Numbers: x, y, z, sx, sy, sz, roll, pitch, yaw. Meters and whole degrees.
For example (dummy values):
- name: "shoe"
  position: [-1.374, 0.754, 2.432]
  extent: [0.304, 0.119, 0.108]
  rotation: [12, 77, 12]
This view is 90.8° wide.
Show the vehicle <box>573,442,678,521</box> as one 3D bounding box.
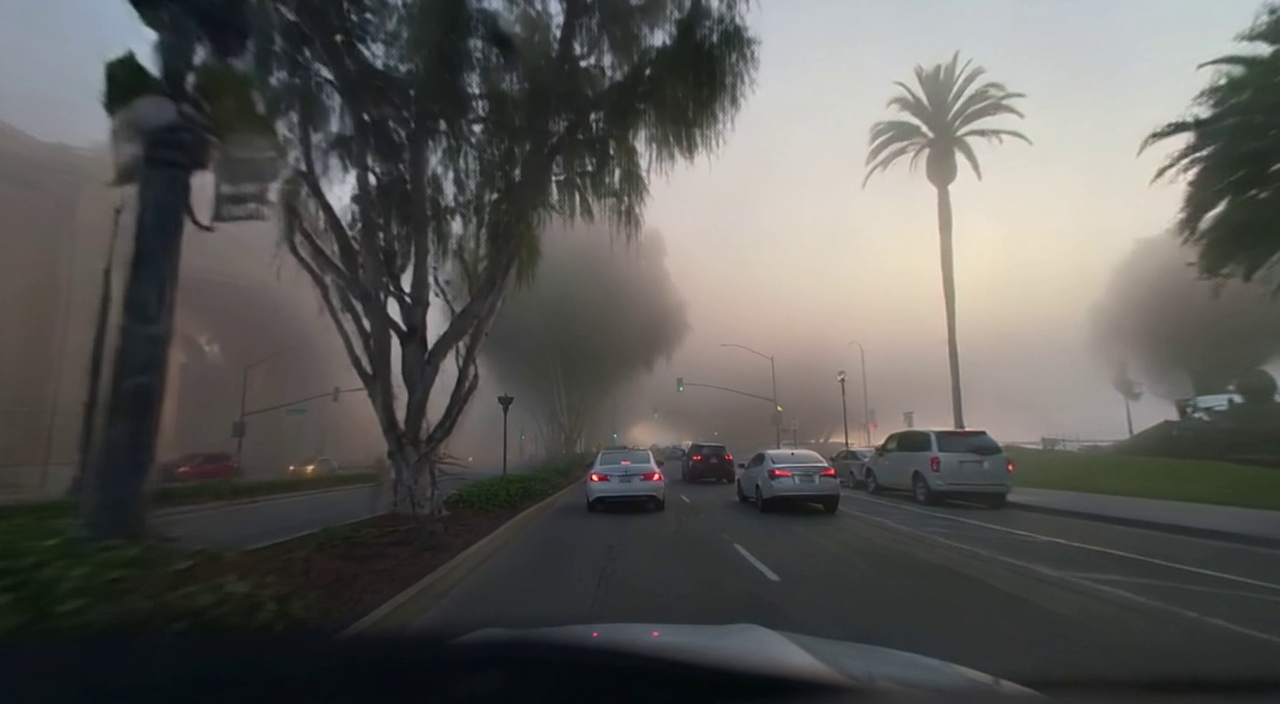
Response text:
- name: "vehicle"
  position: [-0.306, 2.822, 14.294]
  extent: [2.050, 1.521, 3.747]
  rotation: [0, -9, -1]

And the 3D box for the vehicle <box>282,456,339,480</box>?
- name: "vehicle"
  position: [-24.767, 8.668, 47.601]
  extent: [1.870, 1.636, 4.375]
  rotation: [0, -9, 1]

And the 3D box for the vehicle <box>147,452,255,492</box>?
- name: "vehicle"
  position: [-21.451, 5.848, 31.151]
  extent: [1.955, 1.770, 4.700]
  rotation: [0, -9, -1]

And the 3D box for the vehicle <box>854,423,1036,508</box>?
- name: "vehicle"
  position: [7.948, 2.965, 17.235]
  extent: [2.200, 1.933, 5.123]
  rotation: [0, -8, -3]

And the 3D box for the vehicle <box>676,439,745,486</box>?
- name: "vehicle"
  position: [3.091, 5.092, 29.660]
  extent: [2.127, 1.854, 7.971]
  rotation: [0, -9, -1]

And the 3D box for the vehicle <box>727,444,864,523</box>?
- name: "vehicle"
  position: [3.205, 2.788, 13.991]
  extent: [1.833, 1.465, 4.258]
  rotation: [0, -9, -2]
